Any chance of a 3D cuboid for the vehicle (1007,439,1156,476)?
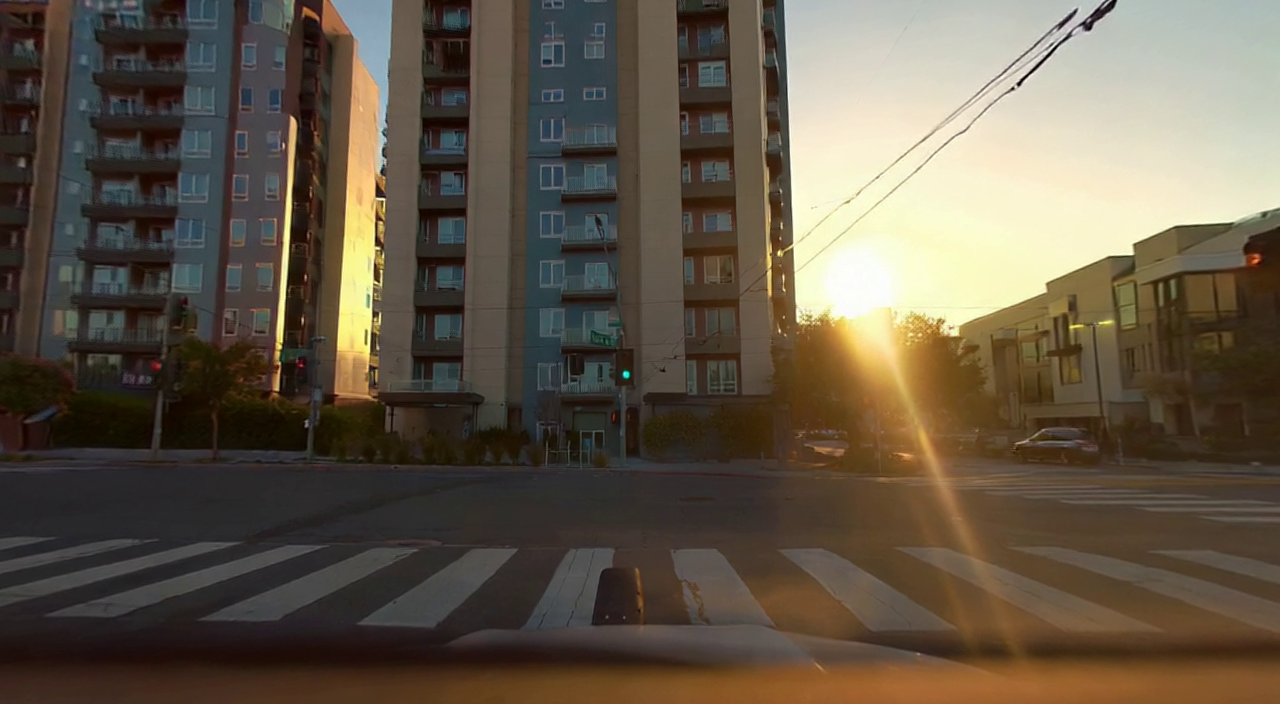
[{"bbox_3d":[18.577,4.462,26.700,4.823,1.458,1.914,0,-9,-1],"label":"vehicle"}]
